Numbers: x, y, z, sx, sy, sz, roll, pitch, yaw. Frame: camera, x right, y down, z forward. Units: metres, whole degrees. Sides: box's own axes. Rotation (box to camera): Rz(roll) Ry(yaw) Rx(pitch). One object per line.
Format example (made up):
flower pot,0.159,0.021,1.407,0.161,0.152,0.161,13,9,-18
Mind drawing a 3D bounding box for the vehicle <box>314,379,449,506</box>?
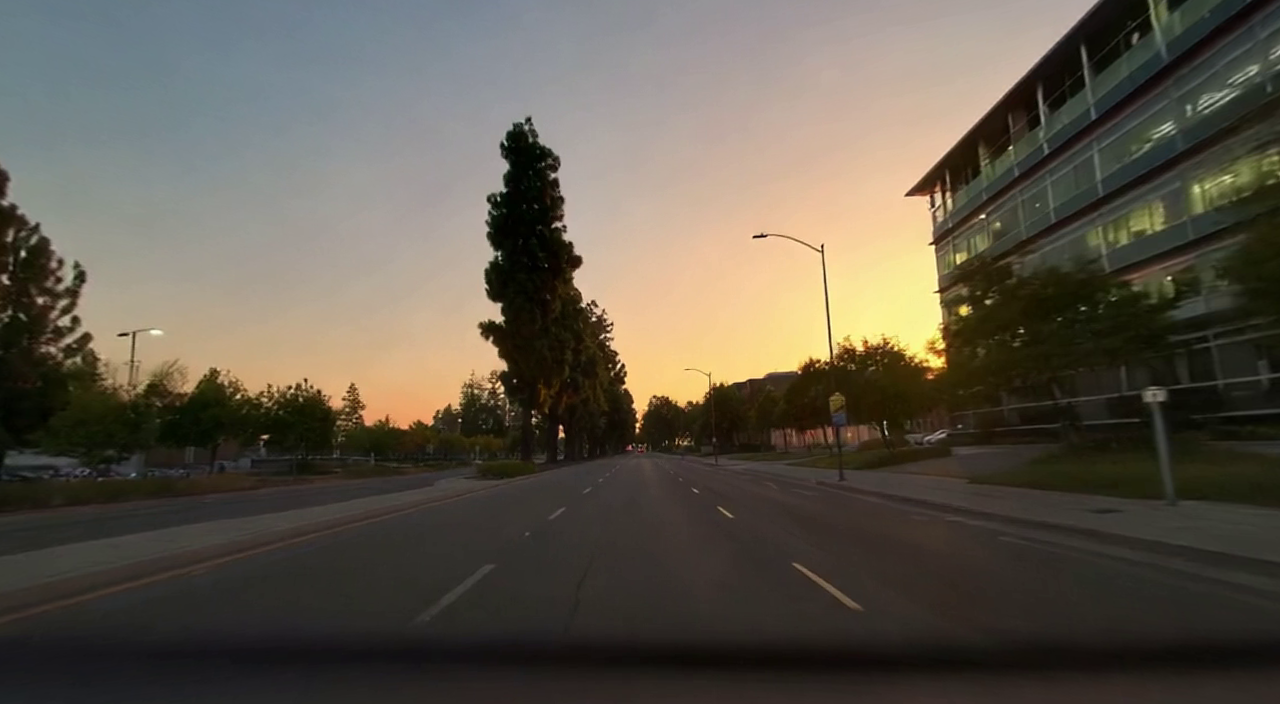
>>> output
vehicle,-7.605,2.721,18.859,2.837,3.274,3.013,-4,-9,-3
